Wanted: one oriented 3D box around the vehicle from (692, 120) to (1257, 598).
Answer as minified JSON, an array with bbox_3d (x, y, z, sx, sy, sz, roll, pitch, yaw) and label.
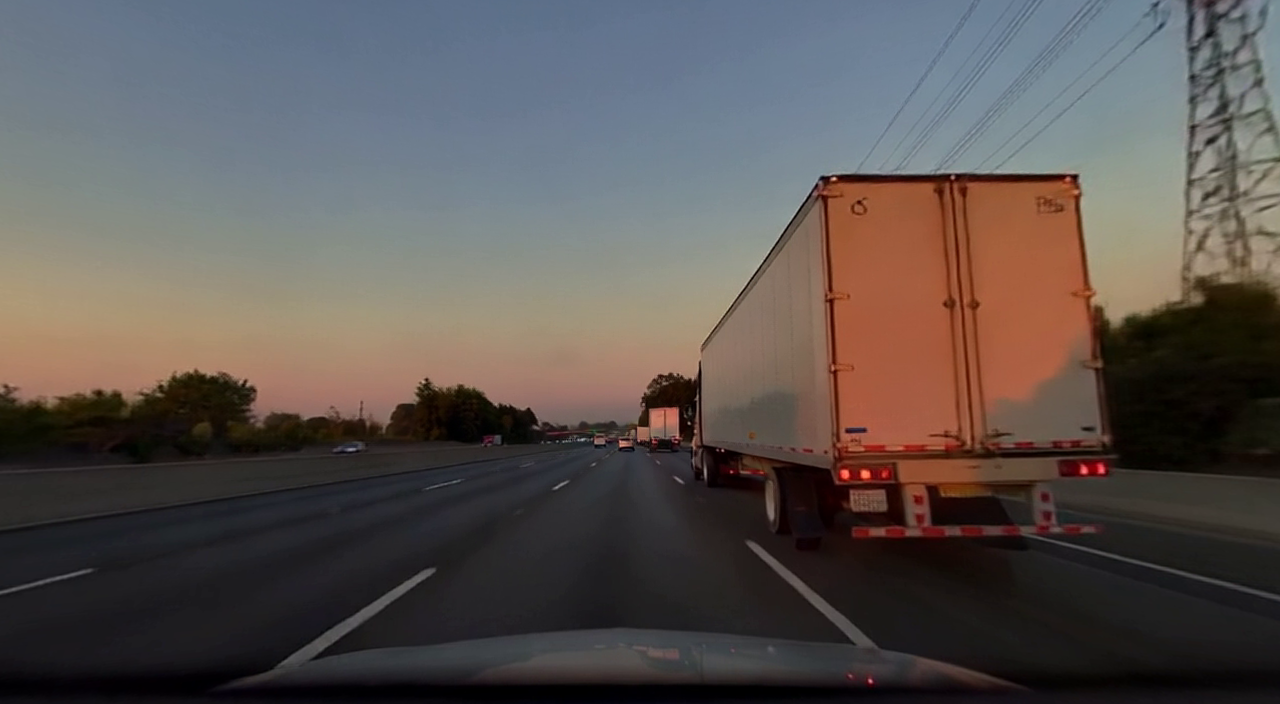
[{"bbox_3d":[3.347,0.910,12.394,2.905,4.080,14.157,0,-8,-2],"label":"vehicle"}]
